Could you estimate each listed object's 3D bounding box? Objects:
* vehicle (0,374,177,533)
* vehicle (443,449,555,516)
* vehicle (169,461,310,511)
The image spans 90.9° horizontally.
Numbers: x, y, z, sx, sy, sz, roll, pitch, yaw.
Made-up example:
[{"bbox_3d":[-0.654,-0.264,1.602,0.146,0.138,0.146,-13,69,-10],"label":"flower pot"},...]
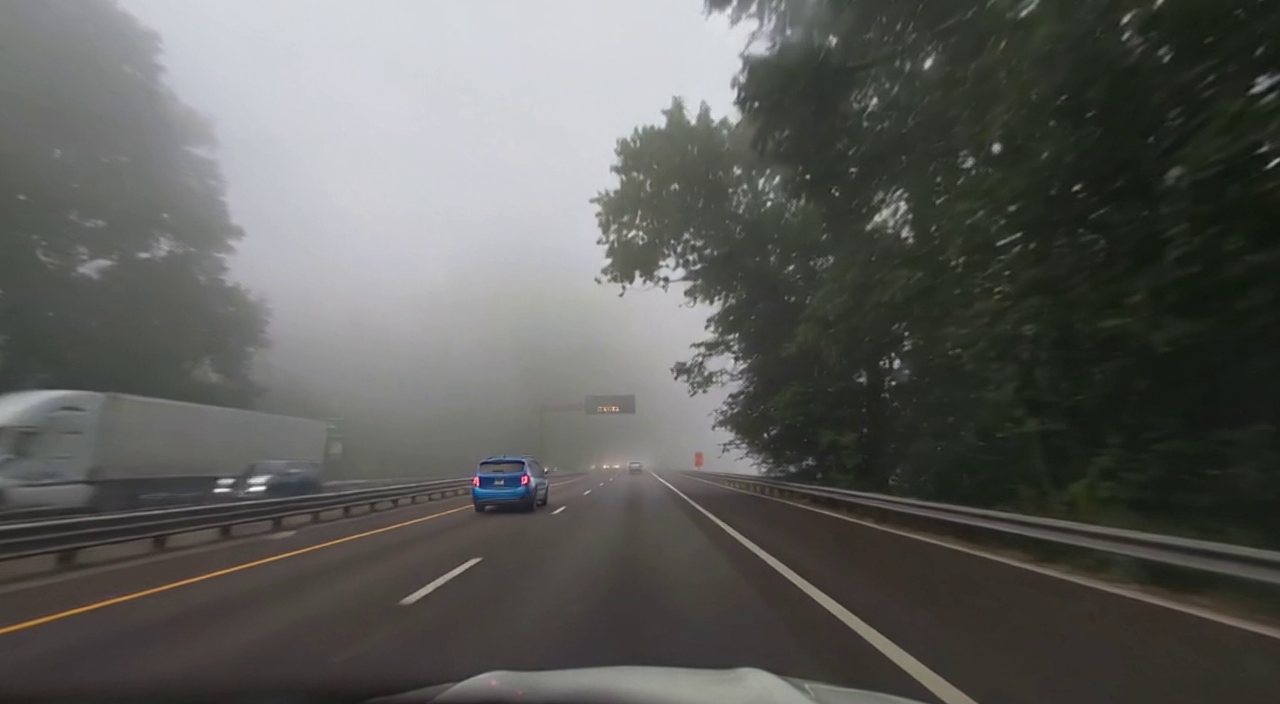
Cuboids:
[{"bbox_3d":[-17.580,3.044,18.676,2.973,3.982,5.879,1,-10,-1],"label":"vehicle"},{"bbox_3d":[-3.684,3.534,17.361,2.081,1.586,4.245,0,-10,0],"label":"vehicle"},{"bbox_3d":[-13.500,4.532,21.651,1.863,1.508,4.498,1,-10,0],"label":"vehicle"}]
